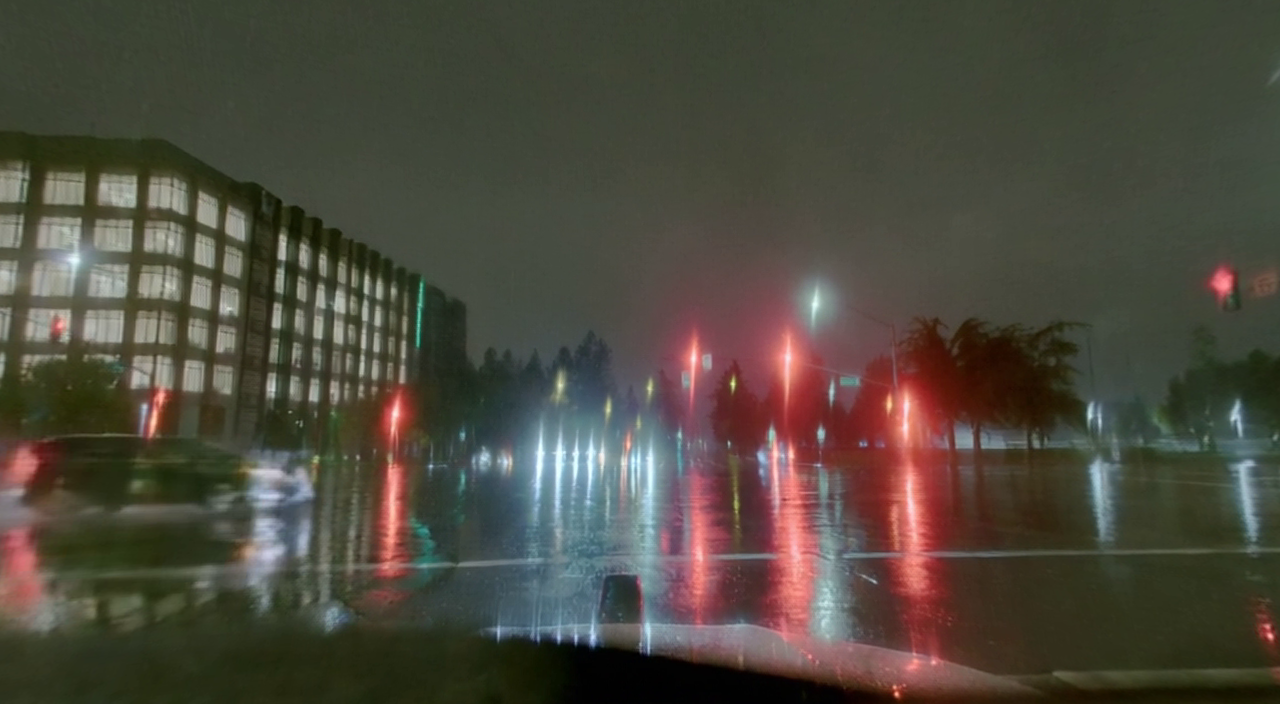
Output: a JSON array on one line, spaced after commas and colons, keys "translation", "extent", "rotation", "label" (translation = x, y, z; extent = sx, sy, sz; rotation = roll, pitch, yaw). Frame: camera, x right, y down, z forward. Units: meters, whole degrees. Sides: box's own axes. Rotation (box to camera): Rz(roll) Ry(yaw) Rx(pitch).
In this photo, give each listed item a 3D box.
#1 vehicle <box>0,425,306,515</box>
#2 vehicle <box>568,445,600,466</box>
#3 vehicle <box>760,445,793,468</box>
[{"translation": [-10.166, 2.457, 13.491], "extent": [4.853, 1.719, 1.986], "rotation": [1, -8, -6], "label": "vehicle"}, {"translation": [-4.343, 8.126, 49.742], "extent": [2.130, 1.613, 4.121], "rotation": [0, -8, 0], "label": "vehicle"}, {"translation": [9.083, 6.925, 42.135], "extent": [2.043, 1.454, 4.424], "rotation": [-2, -9, 11], "label": "vehicle"}]
